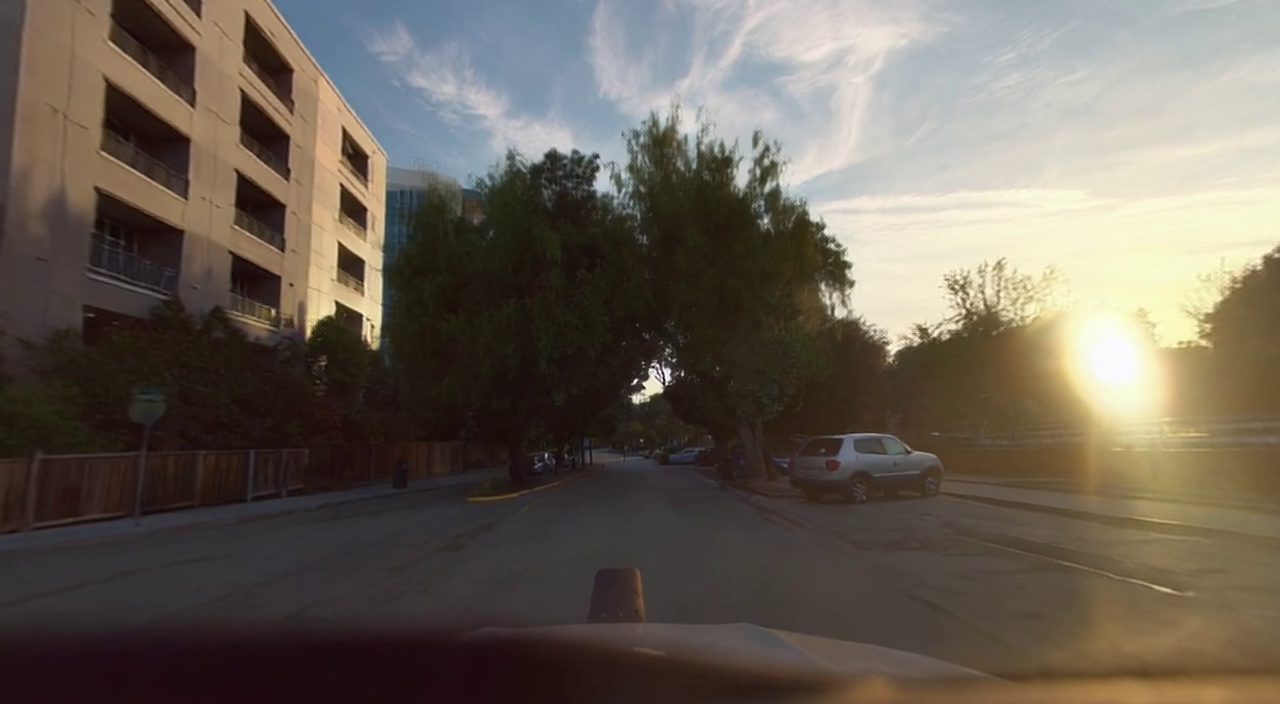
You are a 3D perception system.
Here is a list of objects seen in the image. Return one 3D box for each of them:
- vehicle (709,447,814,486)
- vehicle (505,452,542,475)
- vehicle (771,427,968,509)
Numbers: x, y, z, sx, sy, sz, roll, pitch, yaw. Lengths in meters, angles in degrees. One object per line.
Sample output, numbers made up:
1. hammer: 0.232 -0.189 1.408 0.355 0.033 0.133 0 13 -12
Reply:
1. vehicle: 5.008 4.656 26.042 3.752 1.494 2.083 5 -10 -30
2. vehicle: -9.041 8.692 49.507 2.172 1.707 4.273 0 -9 -1
3. vehicle: 6.409 3.118 17.582 5.061 1.829 2.274 2 -9 -29
